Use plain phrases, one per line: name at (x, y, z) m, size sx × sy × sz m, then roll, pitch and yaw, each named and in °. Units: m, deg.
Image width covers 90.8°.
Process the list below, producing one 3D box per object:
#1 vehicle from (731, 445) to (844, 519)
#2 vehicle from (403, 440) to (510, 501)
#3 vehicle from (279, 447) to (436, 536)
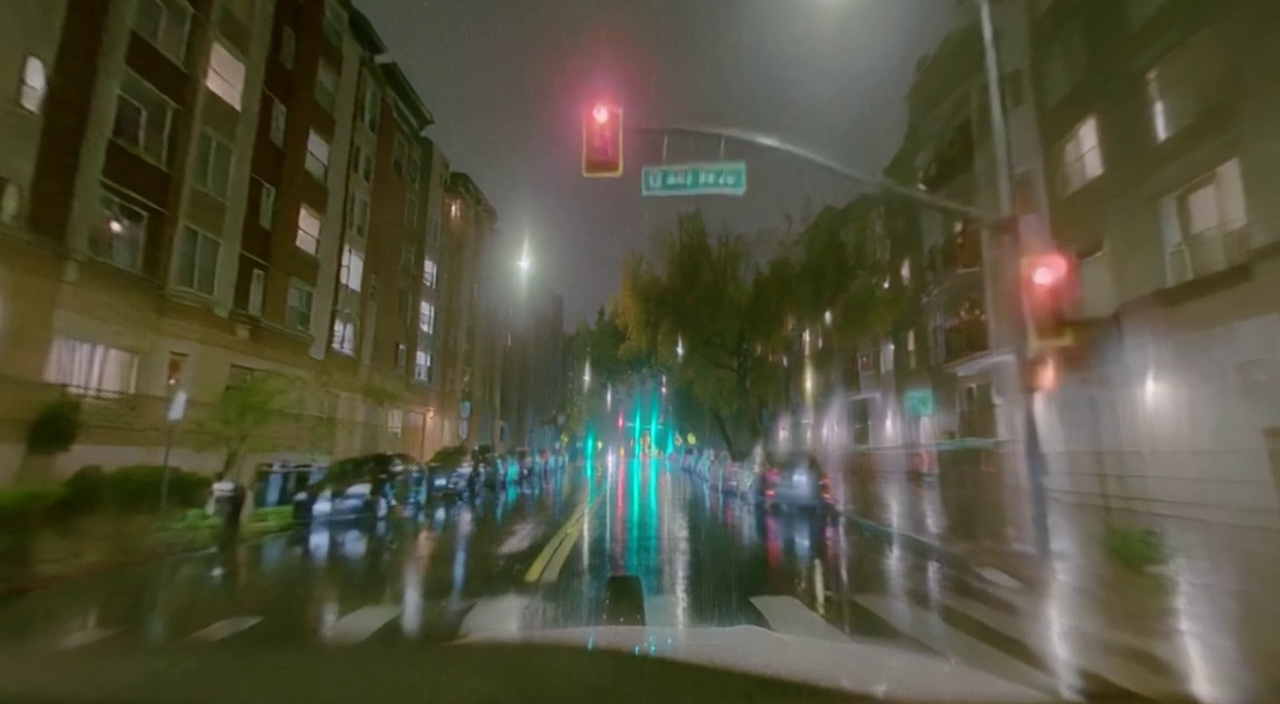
vehicle at (3.738, 3.340, 16.914) m, size 1.924 × 1.657 × 4.665 m, roll 0°, pitch -8°, yaw 1°
vehicle at (-6.242, 4.064, 22.194) m, size 2.175 × 1.849 × 4.725 m, roll -2°, pitch -8°, yaw 3°
vehicle at (-6.525, 3.192, 15.188) m, size 1.763 × 1.612 × 4.462 m, roll -5°, pitch -8°, yaw -1°
